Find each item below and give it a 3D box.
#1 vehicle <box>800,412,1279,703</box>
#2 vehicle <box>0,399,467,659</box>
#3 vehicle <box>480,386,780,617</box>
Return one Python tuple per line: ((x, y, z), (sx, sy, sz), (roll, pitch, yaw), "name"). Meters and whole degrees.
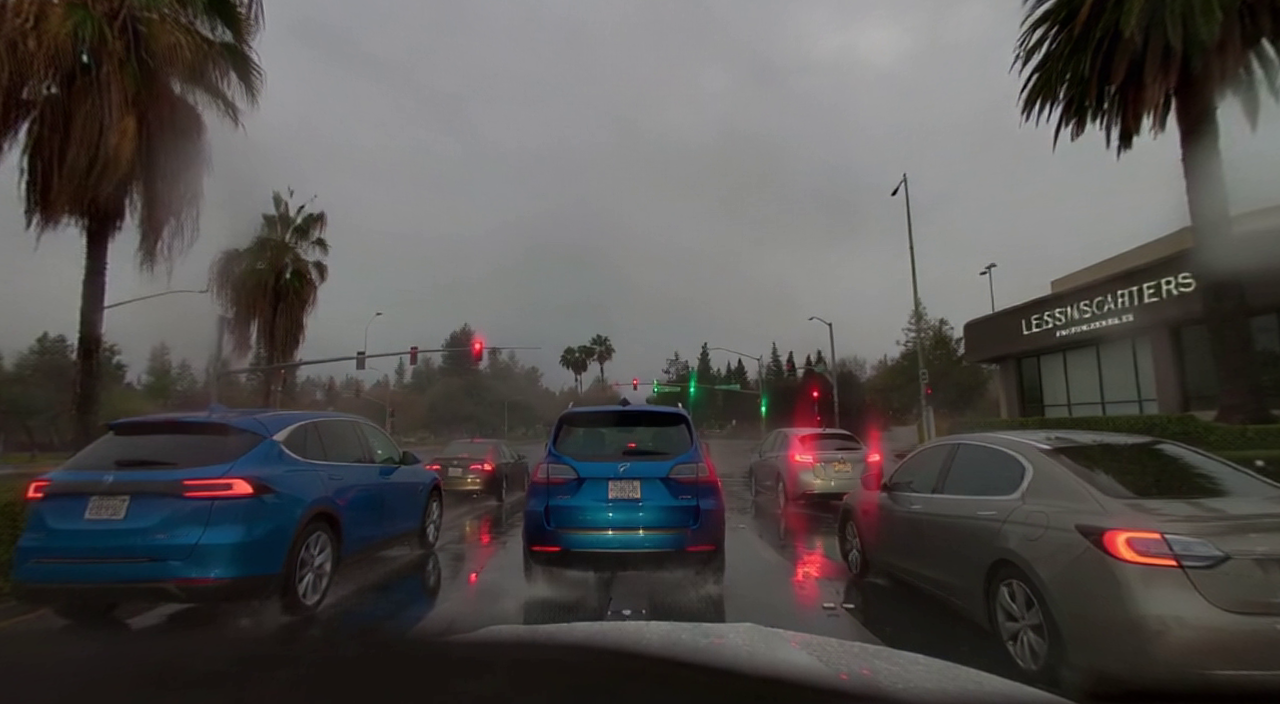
((2.975, 1.370, 5.255), (2.017, 1.491, 4.611), (0, -8, -1), "vehicle")
((-3.350, 1.381, 6.052), (2.014, 1.534, 4.455), (0, -8, 1), "vehicle")
((-0.135, 1.461, 7.068), (2.280, 1.747, 4.361), (0, -8, -2), "vehicle")
